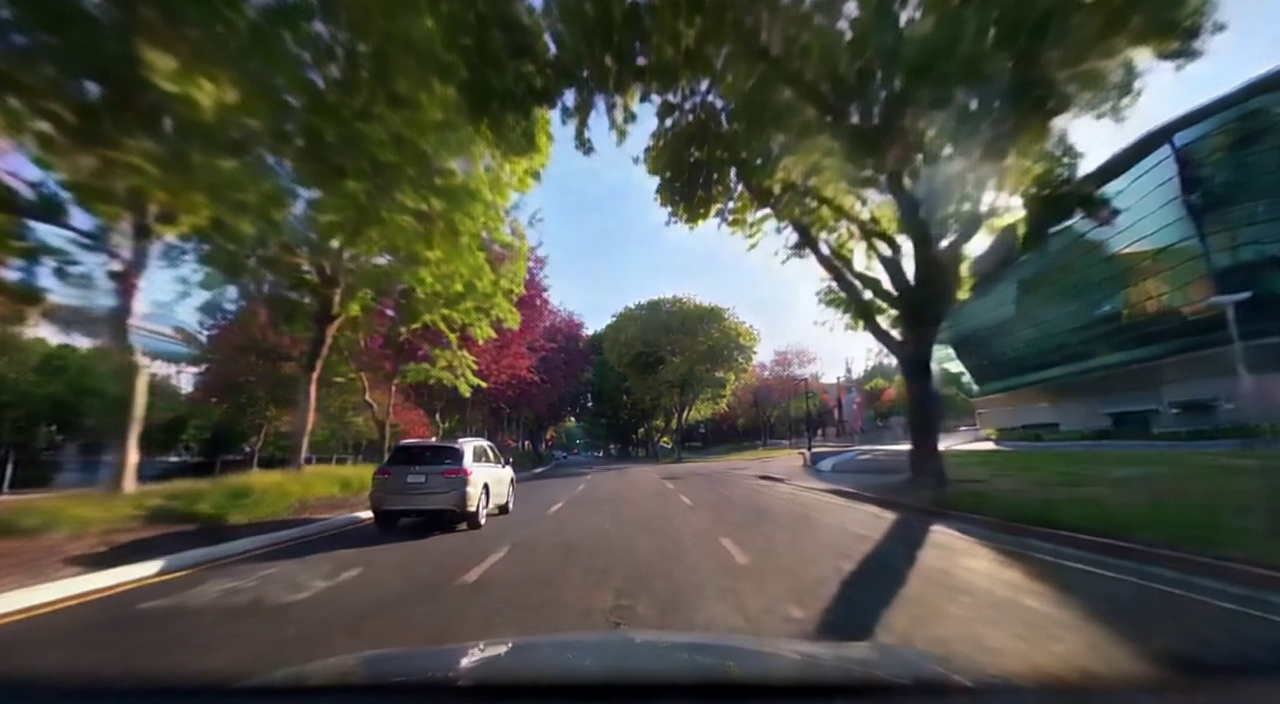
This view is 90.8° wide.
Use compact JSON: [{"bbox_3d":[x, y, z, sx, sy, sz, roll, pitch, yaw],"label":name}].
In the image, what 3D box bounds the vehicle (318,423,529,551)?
[{"bbox_3d":[-3.322,2.168,10.864,2.067,1.700,4.561,0,-8,-1],"label":"vehicle"}]
